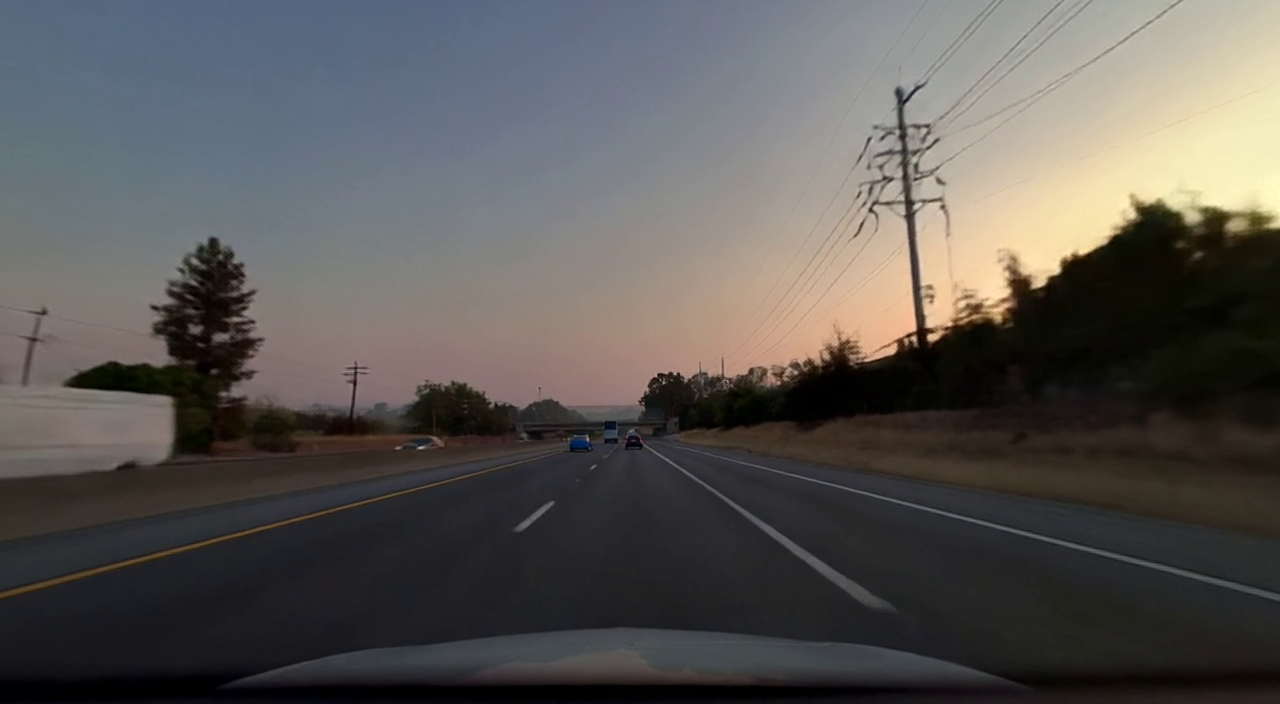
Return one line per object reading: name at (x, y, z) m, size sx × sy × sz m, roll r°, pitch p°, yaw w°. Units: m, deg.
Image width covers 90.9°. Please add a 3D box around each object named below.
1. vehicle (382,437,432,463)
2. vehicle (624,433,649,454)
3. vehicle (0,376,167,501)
vehicle at (-13.096, 5.490, 35.625) m, size 1.552 × 1.361 × 3.351 m, roll 0°, pitch -8°, yaw -1°
vehicle at (-0.294, 6.952, 48.020) m, size 1.890 × 1.472 × 3.716 m, roll 0°, pitch -8°, yaw -1°
vehicle at (-17.087, 2.363, 17.269) m, size 2.656 × 3.032 × 7.159 m, roll 0°, pitch -8°, yaw -1°
